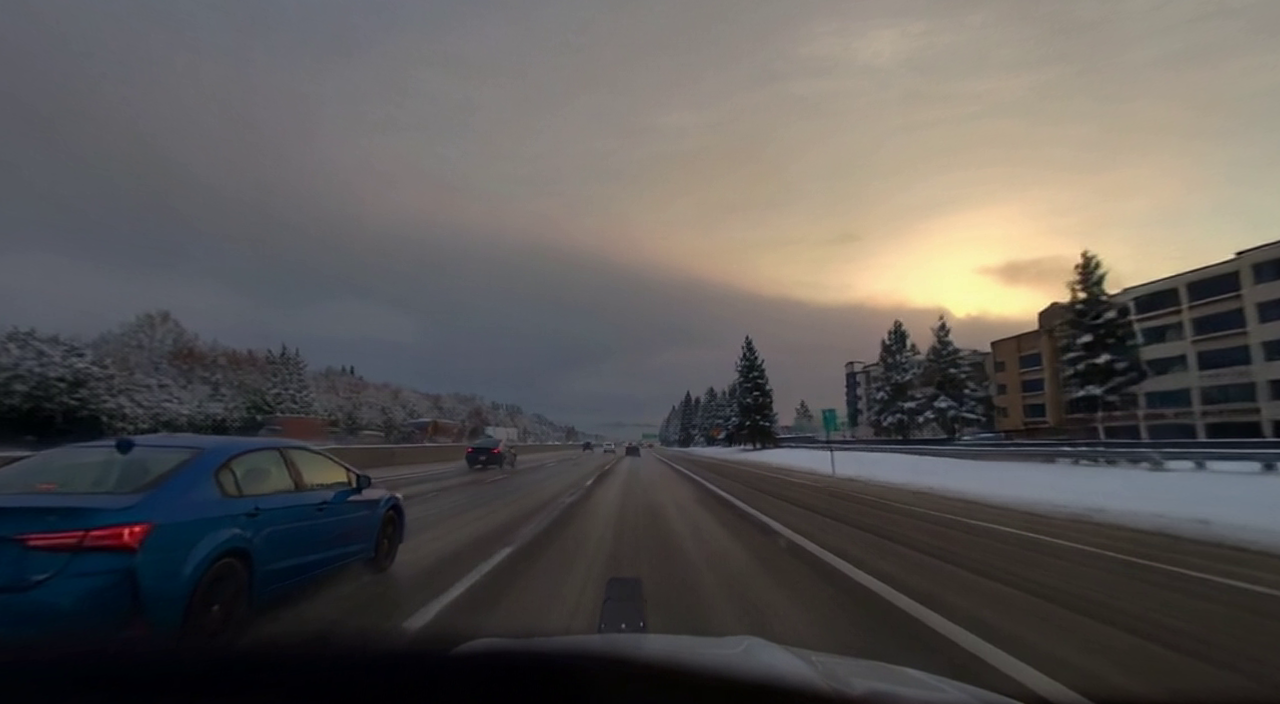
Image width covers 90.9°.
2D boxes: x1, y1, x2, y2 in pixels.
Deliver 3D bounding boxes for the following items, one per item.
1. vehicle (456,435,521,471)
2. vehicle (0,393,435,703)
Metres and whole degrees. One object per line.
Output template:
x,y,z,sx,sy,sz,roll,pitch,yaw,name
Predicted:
-7.535,5.058,31.872,2.118,1.675,4.395,0,-8,1,vehicle
-3.624,1.324,5.188,2.144,1.565,4.951,0,-8,1,vehicle
